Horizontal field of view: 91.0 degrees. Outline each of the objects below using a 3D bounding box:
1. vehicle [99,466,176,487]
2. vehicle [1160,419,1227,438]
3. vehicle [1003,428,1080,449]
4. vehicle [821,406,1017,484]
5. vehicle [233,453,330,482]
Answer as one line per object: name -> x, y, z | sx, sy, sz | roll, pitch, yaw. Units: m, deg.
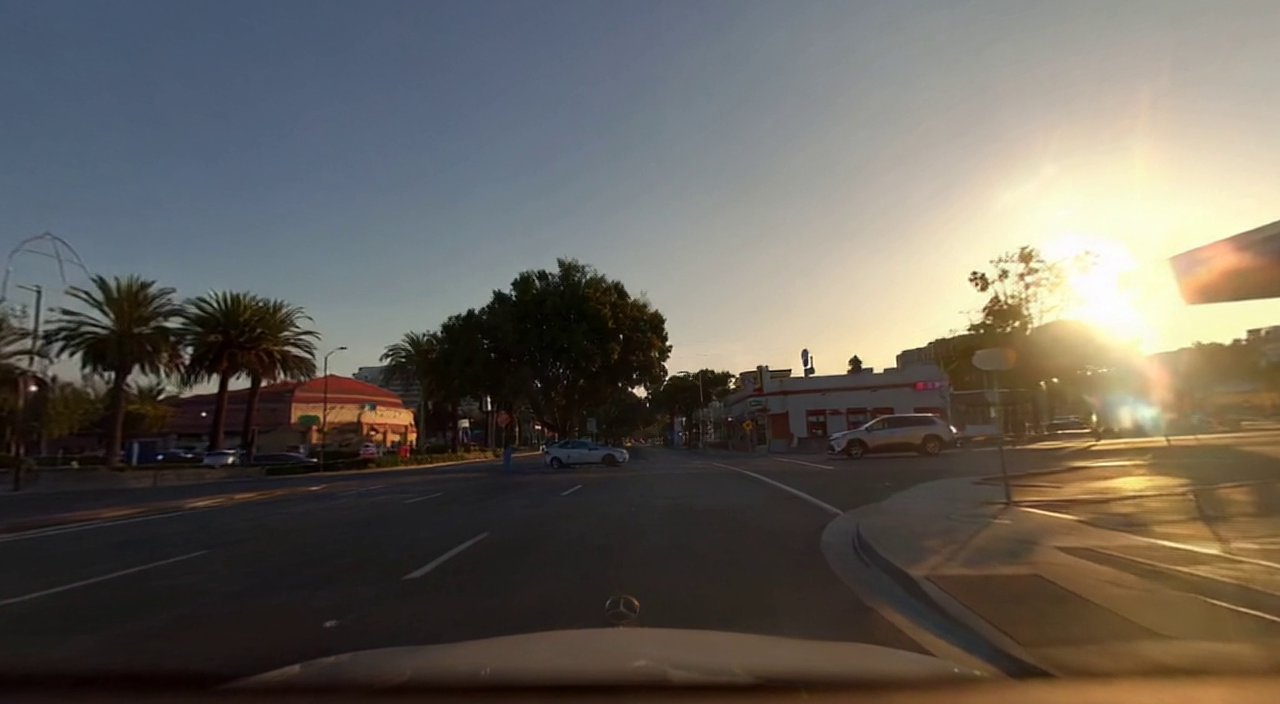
vehicle -> -38.427, 9.514, 48.213 | 4.290, 1.475, 1.742 | 0, -8, -3
vehicle -> 43.766, 6.098, 49.809 | 3.739, 1.451, 1.647 | 0, -8, 0
vehicle -> 29.943, 6.454, 47.031 | 4.363, 1.503, 1.989 | 0, -8, 3
vehicle -> 8.031, 2.736, 18.517 | 4.640, 1.800, 2.026 | -5, -9, 1
vehicle -> -25.937, 8.378, 45.637 | 5.803, 1.632, 2.173 | -4, -7, 3
